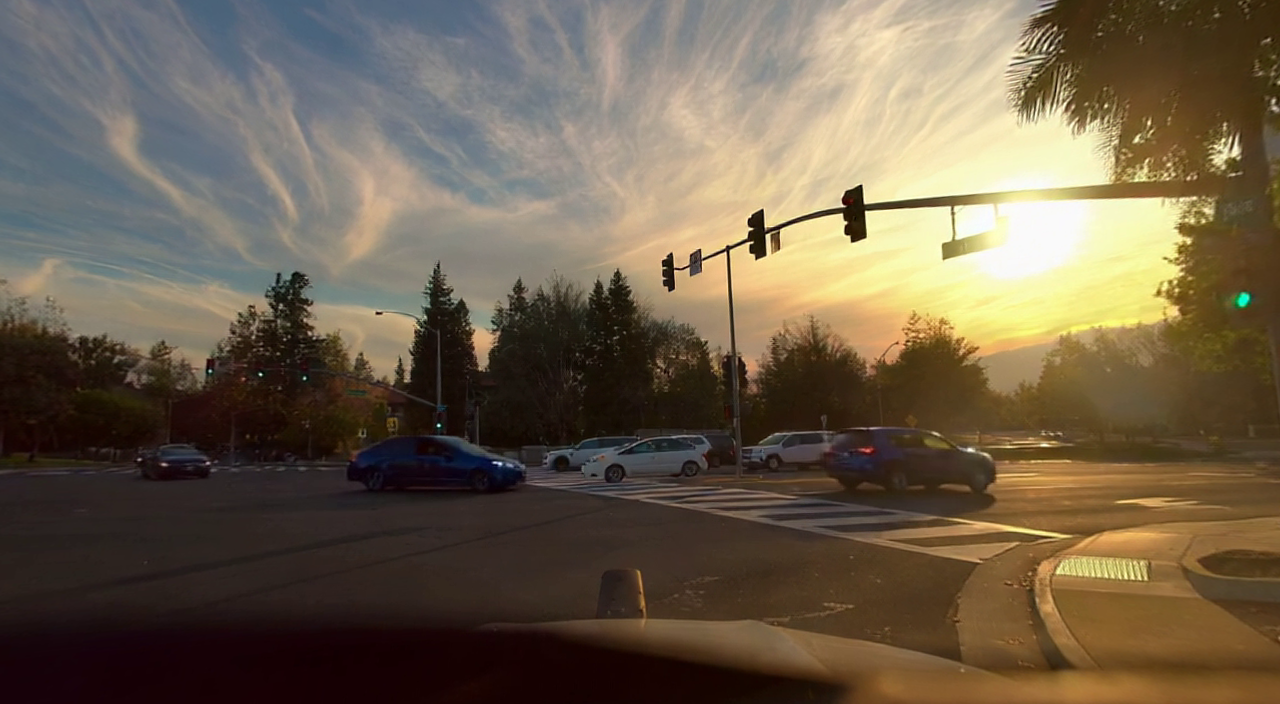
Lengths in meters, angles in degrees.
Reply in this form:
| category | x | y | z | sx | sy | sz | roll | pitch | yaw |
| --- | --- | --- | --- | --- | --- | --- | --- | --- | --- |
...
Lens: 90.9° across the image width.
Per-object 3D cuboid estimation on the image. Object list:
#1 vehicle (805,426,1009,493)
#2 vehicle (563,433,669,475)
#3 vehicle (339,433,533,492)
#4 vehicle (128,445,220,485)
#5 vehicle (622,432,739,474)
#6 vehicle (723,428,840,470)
| category | x | y | z | sx | sy | sz | roll | pitch | yaw |
| --- | --- | --- | --- | --- | --- | --- | --- | --- | --- |
| vehicle | 8.049 | 3.205 | 19.143 | 5.332 | 1.807 | 2.450 | 3 | -9 | -19 |
| vehicle | -1.067 | 4.581 | 28.515 | 4.360 | 1.749 | 1.895 | 4 | -10 | -29 |
| vehicle | -5.639 | 3.038 | 17.592 | 4.826 | 1.484 | 2.000 | -3 | -9 | 17 |
| vehicle | -18.705 | 4.452 | 25.223 | 4.589 | 1.462 | 1.953 | -8 | -11 | 42 |
| vehicle | 1.673 | 4.148 | 26.087 | 4.483 | 1.589 | 1.852 | 4 | -9 | -26 |
| vehicle | 7.342 | 5.051 | 32.580 | 5.791 | 1.964 | 2.199 | 6 | -10 | -27 |
